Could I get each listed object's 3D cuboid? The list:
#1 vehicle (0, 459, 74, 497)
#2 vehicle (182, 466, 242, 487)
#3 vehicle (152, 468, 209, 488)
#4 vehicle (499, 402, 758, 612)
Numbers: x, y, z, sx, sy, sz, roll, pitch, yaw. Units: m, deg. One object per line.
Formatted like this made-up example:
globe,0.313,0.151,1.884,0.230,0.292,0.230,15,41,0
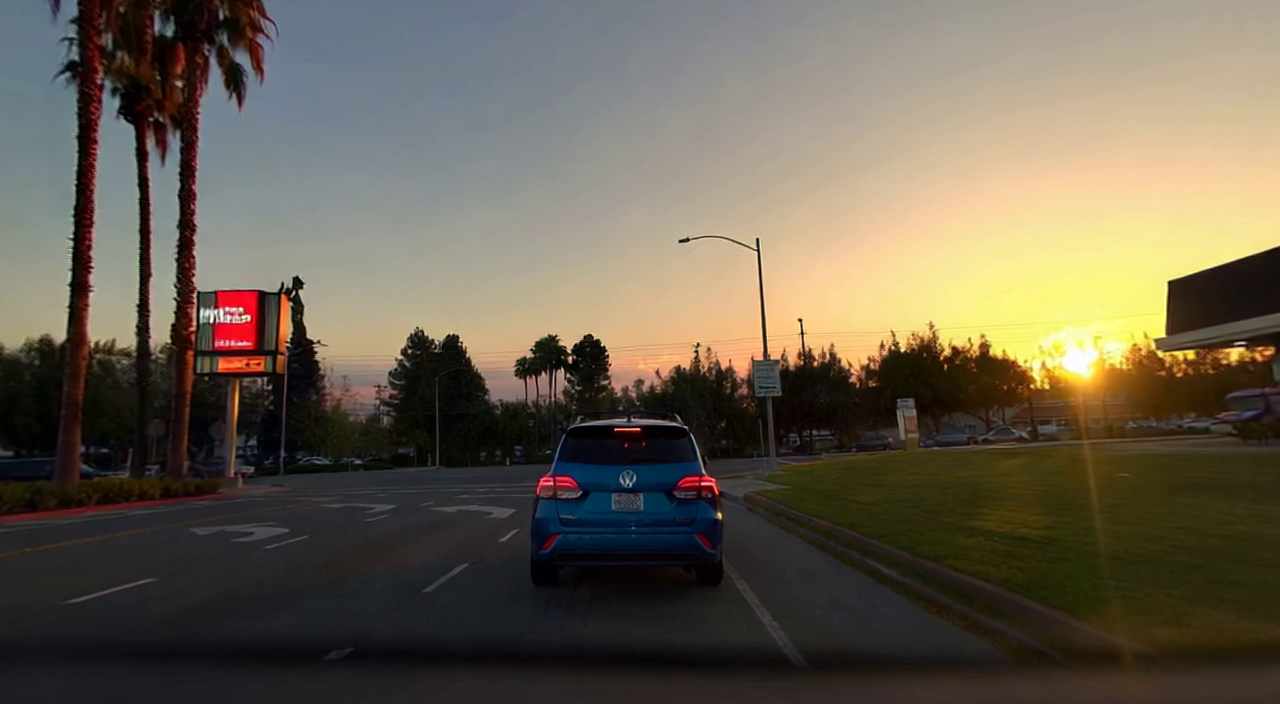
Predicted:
vehicle,-28.001,5.504,27.657,4.341,1.528,1.979,5,-10,-29
vehicle,-33.253,9.676,49.193,1.792,1.439,3.952,-1,-9,3
vehicle,-35.582,9.746,49.055,1.641,1.375,3.640,0,-9,0
vehicle,-0.139,1.578,7.281,2.137,1.728,3.926,0,-9,-1
